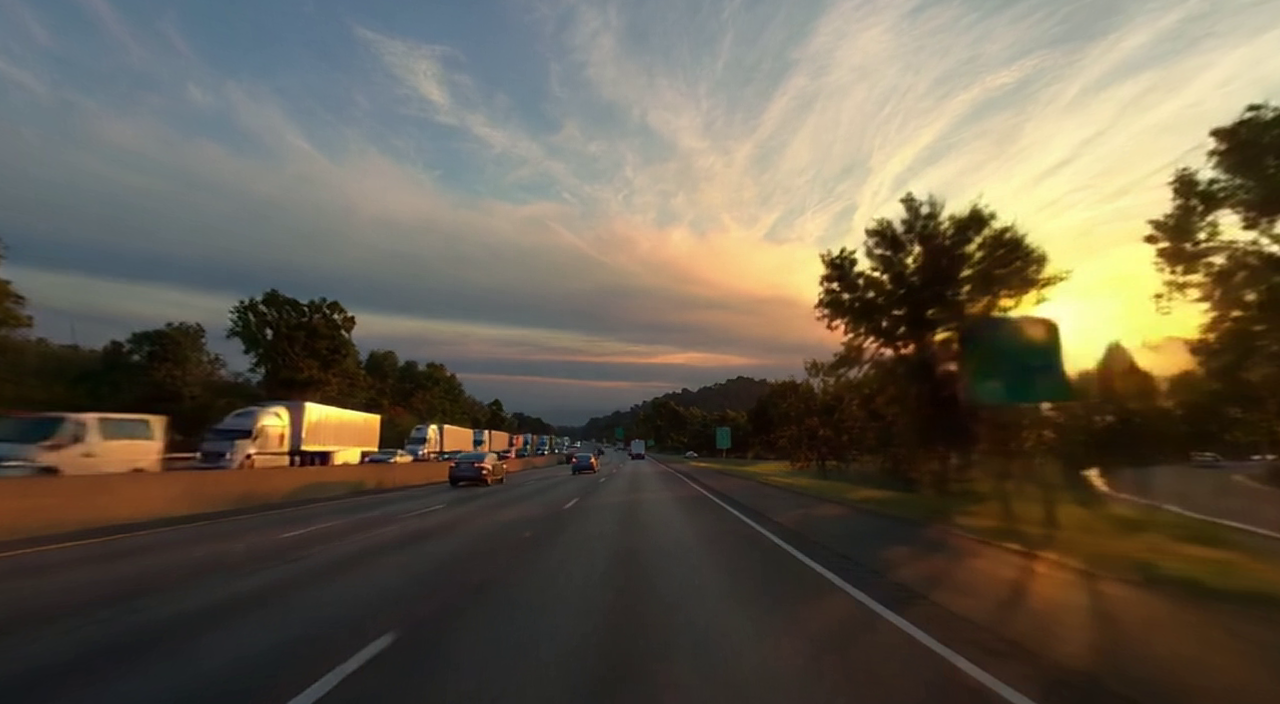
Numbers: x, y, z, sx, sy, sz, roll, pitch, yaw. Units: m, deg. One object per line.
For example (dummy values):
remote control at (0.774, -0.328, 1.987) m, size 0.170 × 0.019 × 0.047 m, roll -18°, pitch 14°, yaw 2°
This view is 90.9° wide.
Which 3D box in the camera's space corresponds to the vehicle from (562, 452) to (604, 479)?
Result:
vehicle at (-3.368, 6.764, 37.822) m, size 2.076 × 1.453 × 4.094 m, roll 0°, pitch -9°, yaw 1°

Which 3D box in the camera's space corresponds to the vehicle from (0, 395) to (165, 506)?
vehicle at (-15.202, 2.400, 15.336) m, size 2.527 × 2.391 × 5.963 m, roll 0°, pitch -9°, yaw 0°

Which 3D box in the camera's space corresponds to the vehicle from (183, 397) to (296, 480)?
vehicle at (-18.737, 4.093, 29.771) m, size 2.922 × 3.673 × 3.310 m, roll 0°, pitch -9°, yaw 0°

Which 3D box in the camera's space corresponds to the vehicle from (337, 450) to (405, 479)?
vehicle at (-14.370, 6.007, 33.865) m, size 1.865 × 1.456 × 4.034 m, roll 0°, pitch -9°, yaw 0°

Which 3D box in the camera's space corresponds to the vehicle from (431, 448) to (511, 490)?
vehicle at (-7.282, 5.067, 27.721) m, size 2.122 × 1.685 × 4.714 m, roll 0°, pitch -9°, yaw 1°
